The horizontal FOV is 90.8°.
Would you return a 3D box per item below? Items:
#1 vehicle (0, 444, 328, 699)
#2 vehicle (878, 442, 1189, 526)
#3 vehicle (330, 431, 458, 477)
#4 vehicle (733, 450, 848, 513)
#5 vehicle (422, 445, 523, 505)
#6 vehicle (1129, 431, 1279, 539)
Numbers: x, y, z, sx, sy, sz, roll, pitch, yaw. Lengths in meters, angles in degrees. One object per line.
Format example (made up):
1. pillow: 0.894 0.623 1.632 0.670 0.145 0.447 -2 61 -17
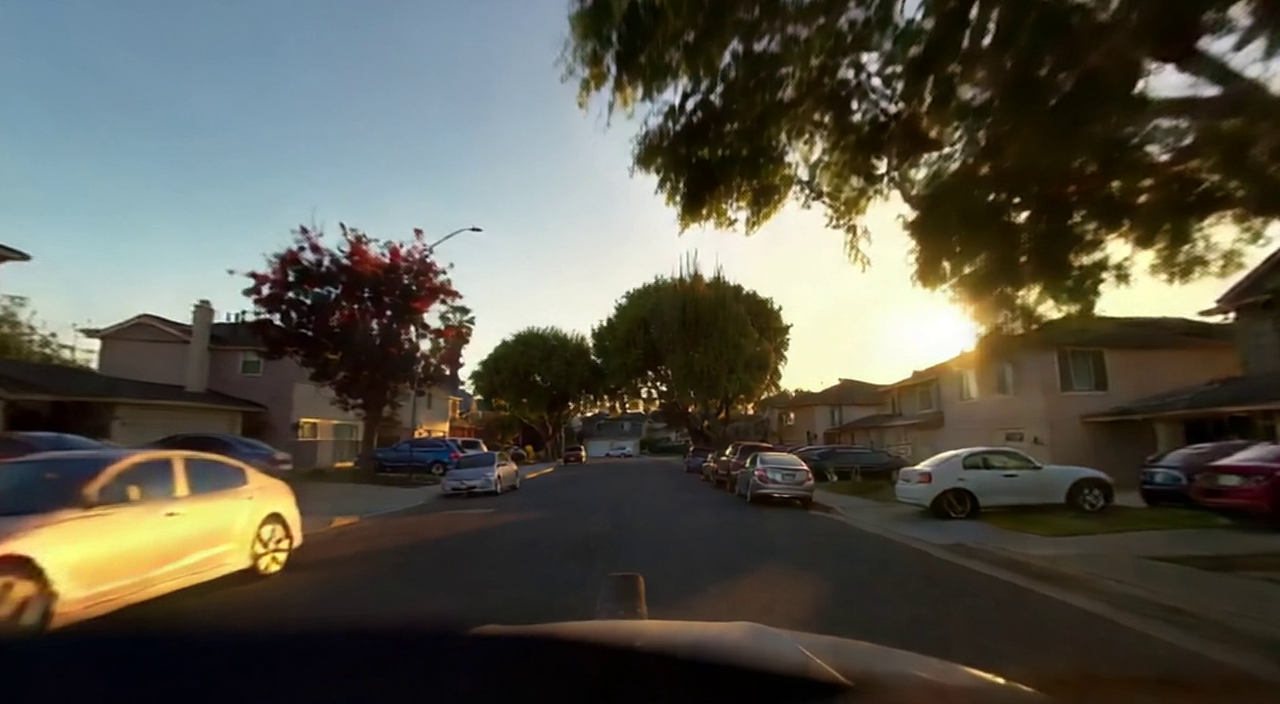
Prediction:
1. vehicle: -4.732 1.458 4.958 2.189 1.421 4.659 0 -8 0
2. vehicle: 7.499 2.535 12.467 4.818 1.502 1.867 0 -8 2
3. vehicle: -10.557 4.415 27.476 4.641 1.844 2.243 1 -8 -5
4. vehicle: 4.034 3.551 17.900 2.042 1.456 4.903 0 -8 0
5. vehicle: -4.987 3.692 19.445 1.943 1.602 4.172 0 -8 0
6. vehicle: 10.817 1.954 9.736 4.783 1.469 2.007 -1 -7 2
